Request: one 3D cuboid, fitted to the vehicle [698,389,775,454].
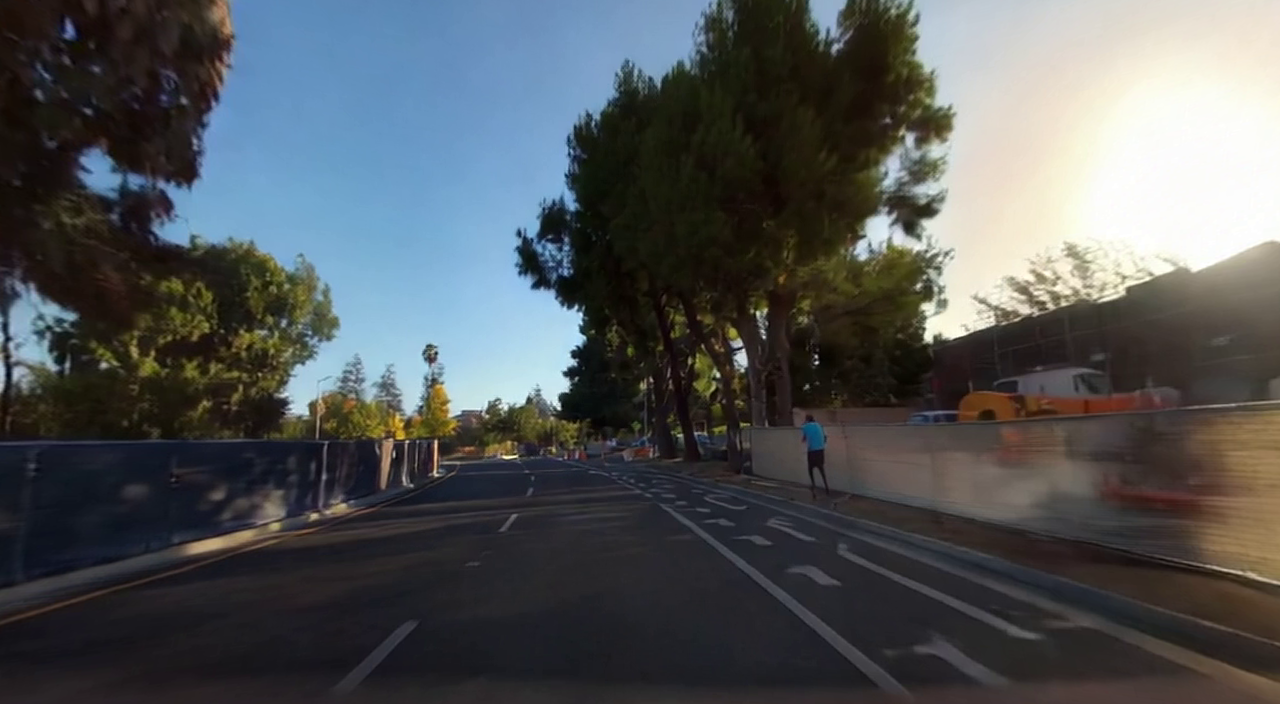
[{"bbox_3d":[5.958,4.687,41.196,2.984,3.691,10.409,0,-8,-2],"label":"vehicle"}]

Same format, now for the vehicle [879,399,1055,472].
[{"bbox_3d":[10.890,2.780,21.095,5.021,1.930,2.119,-2,-9,-20],"label":"vehicle"}]

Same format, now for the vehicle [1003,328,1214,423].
[{"bbox_3d":[11.657,0.686,15.830,4.180,1.880,2.028,6,-7,-14],"label":"vehicle"}]
